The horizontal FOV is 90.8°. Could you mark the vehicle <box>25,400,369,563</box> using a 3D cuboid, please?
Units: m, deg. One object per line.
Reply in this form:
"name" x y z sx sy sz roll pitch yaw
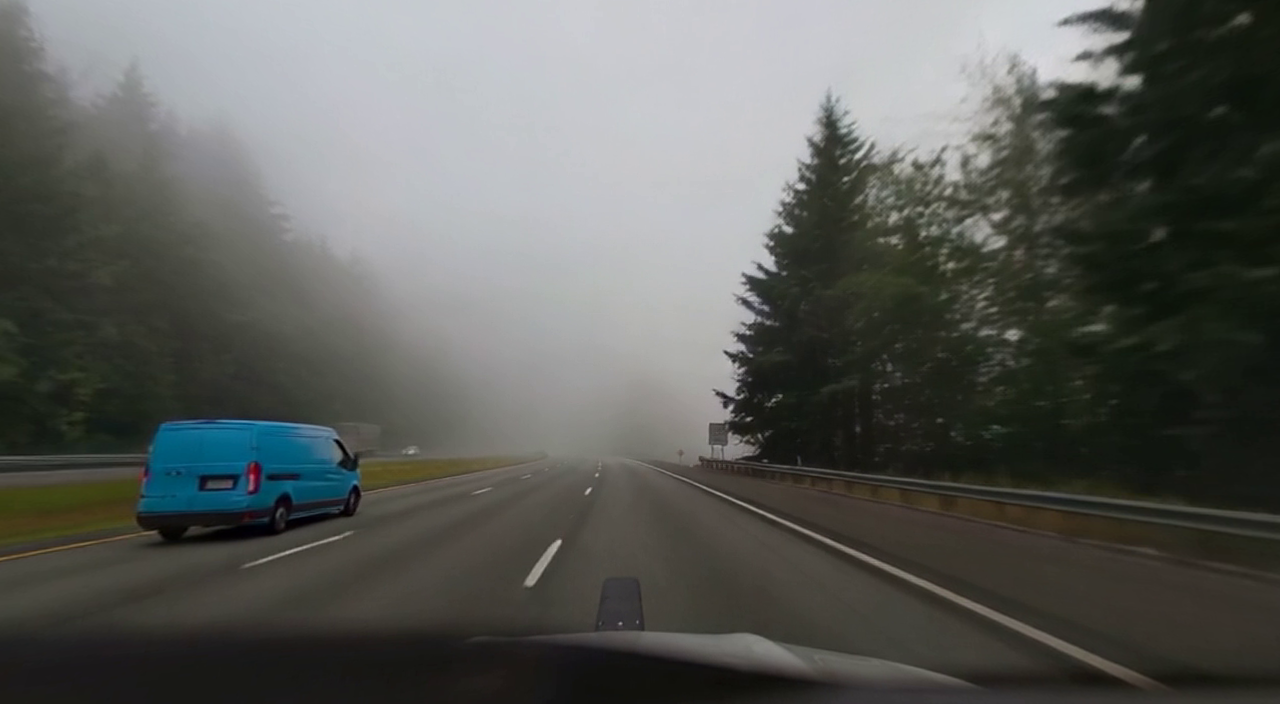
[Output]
"vehicle" -6.671 2.020 10.514 2.197 2.038 4.919 0 -9 -2
